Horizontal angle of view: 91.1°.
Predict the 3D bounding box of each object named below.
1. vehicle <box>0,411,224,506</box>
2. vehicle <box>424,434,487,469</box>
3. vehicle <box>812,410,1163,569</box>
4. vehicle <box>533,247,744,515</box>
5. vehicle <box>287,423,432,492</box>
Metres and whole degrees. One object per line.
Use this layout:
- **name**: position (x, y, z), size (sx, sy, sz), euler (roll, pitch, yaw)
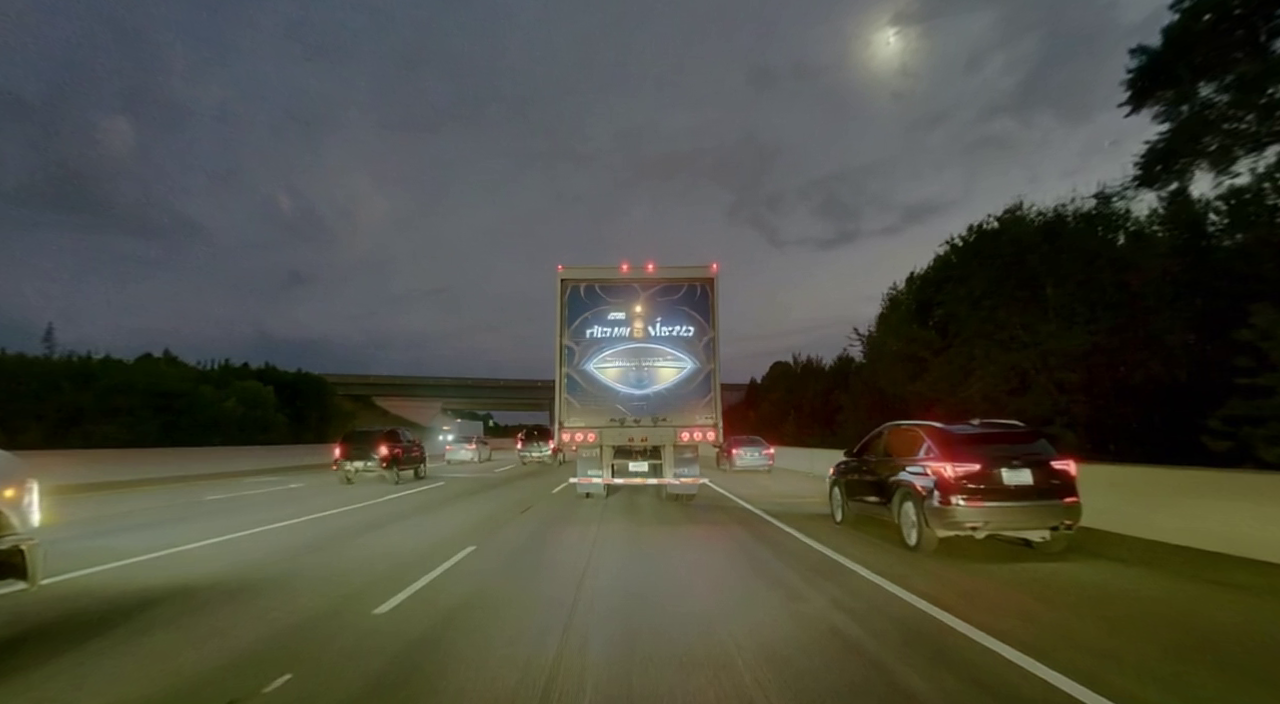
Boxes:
- **vehicle**: position (-16.358, 3.244, 19.764), size (2.446, 2.501, 5.970), euler (0, -8, 0)
- **vehicle**: position (-8.407, 4.542, 28.969), size (1.845, 1.488, 3.656), euler (0, -8, -1)
- **vehicle**: position (4.005, 1.640, 8.426), size (2.003, 1.519, 4.580), euler (0, -8, -1)
- **vehicle**: position (-0.113, 1.015, 13.798), size (2.911, 3.787, 9.905), euler (0, -8, -1)
- **vehicle**: position (-7.731, 2.931, 17.912), size (2.057, 1.698, 4.550), euler (0, -8, -1)
